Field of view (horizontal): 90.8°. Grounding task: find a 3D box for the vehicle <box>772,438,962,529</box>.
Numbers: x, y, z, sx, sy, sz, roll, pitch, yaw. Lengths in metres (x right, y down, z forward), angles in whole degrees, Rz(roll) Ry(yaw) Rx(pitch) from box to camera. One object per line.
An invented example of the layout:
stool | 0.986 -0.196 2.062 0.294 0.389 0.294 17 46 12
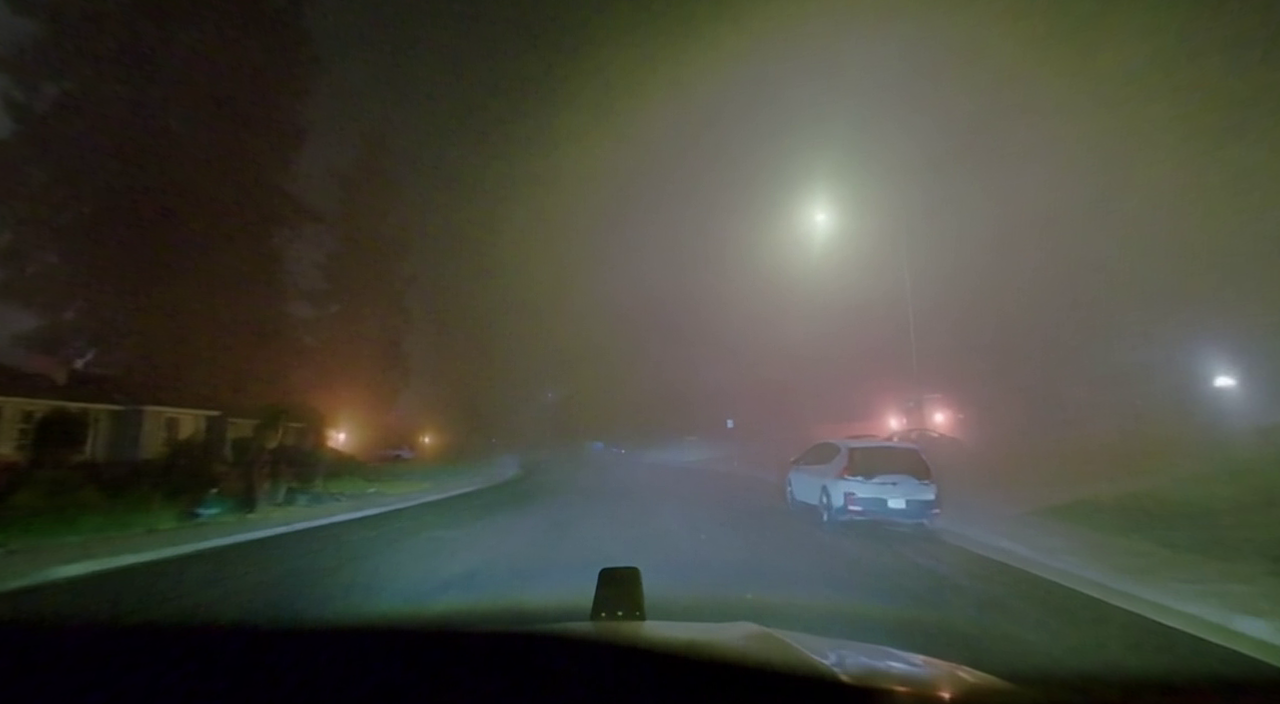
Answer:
vehicle | 4.312 2.575 12.963 2.088 1.522 4.449 0 -9 -2
